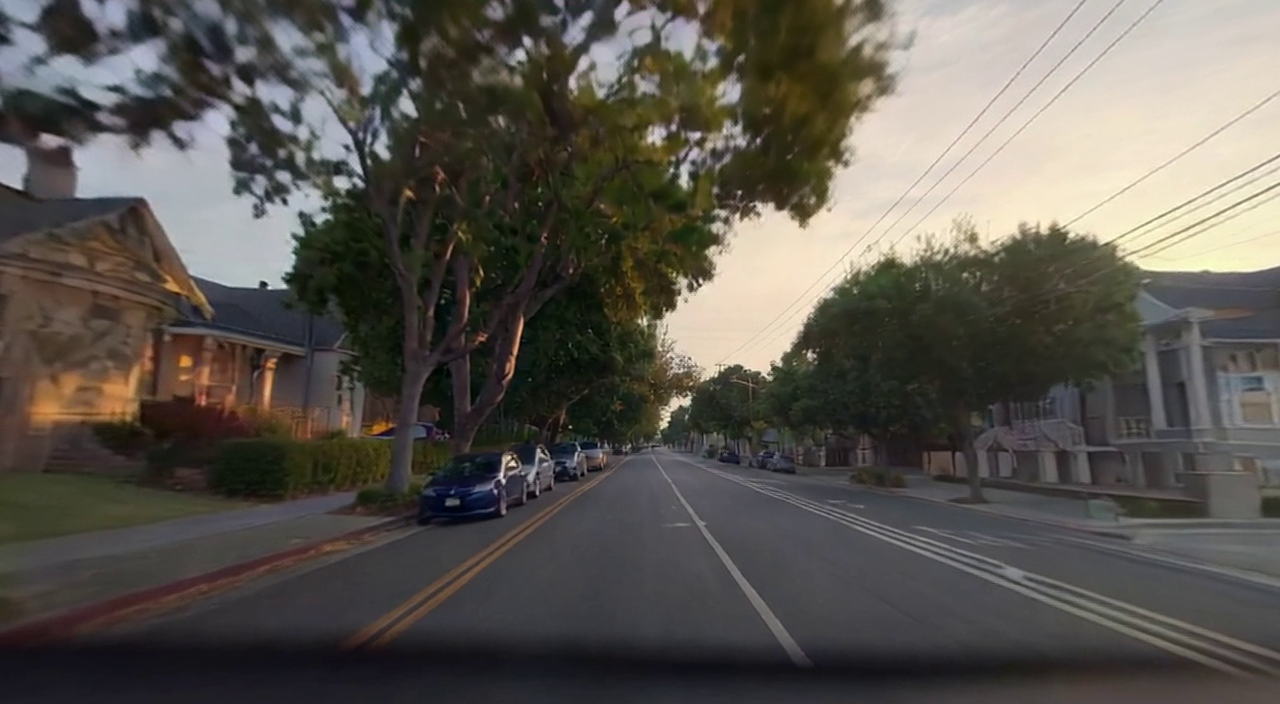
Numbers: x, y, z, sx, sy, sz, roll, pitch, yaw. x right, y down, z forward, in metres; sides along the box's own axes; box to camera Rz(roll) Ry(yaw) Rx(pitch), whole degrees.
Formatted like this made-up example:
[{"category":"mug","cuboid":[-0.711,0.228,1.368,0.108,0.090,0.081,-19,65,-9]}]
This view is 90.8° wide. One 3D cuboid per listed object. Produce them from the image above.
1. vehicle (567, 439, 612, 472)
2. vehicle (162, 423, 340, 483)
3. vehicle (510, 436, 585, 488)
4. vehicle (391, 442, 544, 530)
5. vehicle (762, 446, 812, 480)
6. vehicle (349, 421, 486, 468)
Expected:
[{"category":"vehicle","cuboid":[-3.099,6.527,40.088,2.290,1.924,5.536,-1,-9,1]},{"category":"vehicle","cuboid":[-11.983,3.122,19.719,4.156,1.562,2.011,3,-8,0]},{"category":"vehicle","cuboid":[-3.414,4.200,24.420,2.127,1.737,4.961,-1,-9,0]},{"category":"vehicle","cuboid":[-3.473,2.787,13.818,1.917,1.516,4.898,-2,-9,1]},{"category":"vehicle","cuboid":[9.838,7.461,42.722,2.156,1.882,4.790,7,-9,2]},{"category":"vehicle","cuboid":[-11.629,4.914,33.451,6.180,2.011,2.493,3,-8,1]}]
